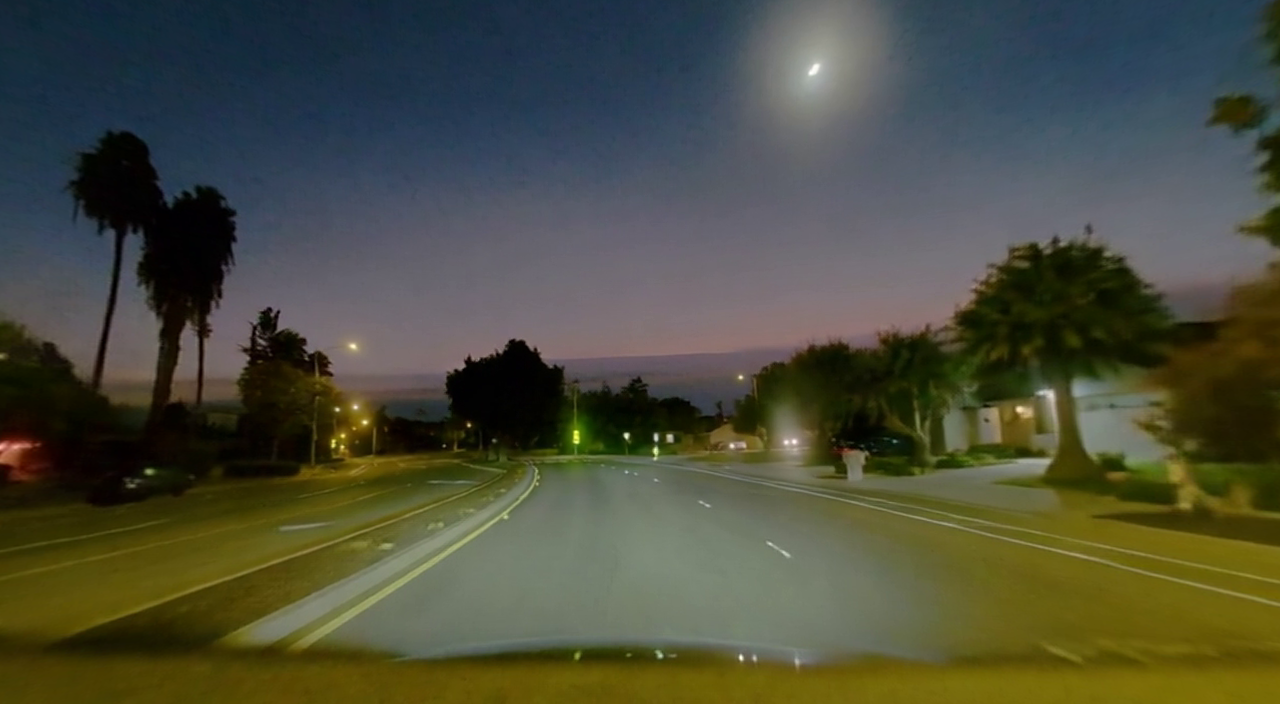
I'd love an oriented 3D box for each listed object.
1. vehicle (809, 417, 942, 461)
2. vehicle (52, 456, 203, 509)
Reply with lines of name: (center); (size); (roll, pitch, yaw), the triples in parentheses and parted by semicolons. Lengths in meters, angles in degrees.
vehicle: (11.741, 4.470, 31.983); (6.051, 2.092, 2.231); (-2, -11, 15)
vehicle: (-17.484, 4.423, 21.842); (1.941, 1.470, 4.384); (0, -8, -8)
